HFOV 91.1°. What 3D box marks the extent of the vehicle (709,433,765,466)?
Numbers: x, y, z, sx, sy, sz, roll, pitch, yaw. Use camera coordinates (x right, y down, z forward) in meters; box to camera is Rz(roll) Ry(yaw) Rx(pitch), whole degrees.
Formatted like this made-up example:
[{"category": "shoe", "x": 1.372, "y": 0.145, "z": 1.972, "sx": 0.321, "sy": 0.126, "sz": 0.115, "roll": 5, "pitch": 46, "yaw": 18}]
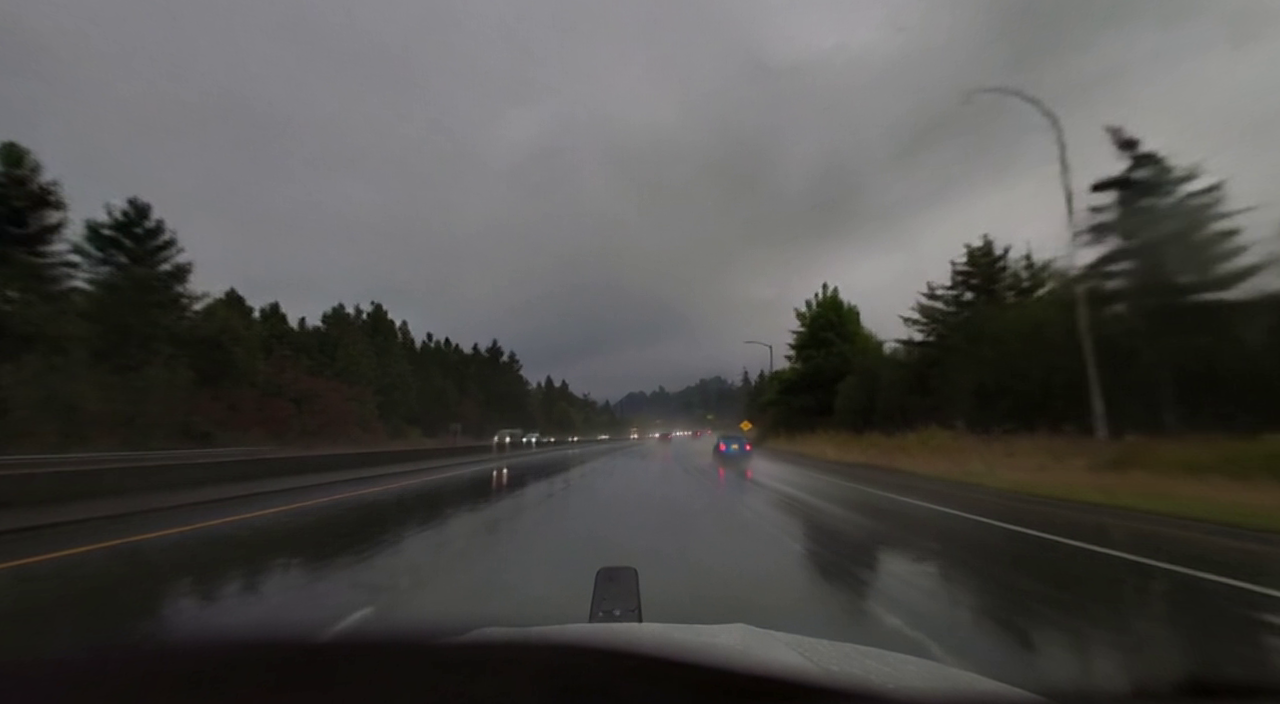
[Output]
[{"category": "vehicle", "x": 4.494, "y": 4.584, "z": 29.778, "sx": 1.982, "sy": 1.452, "sz": 4.294, "roll": 0, "pitch": -8, "yaw": 0}]
